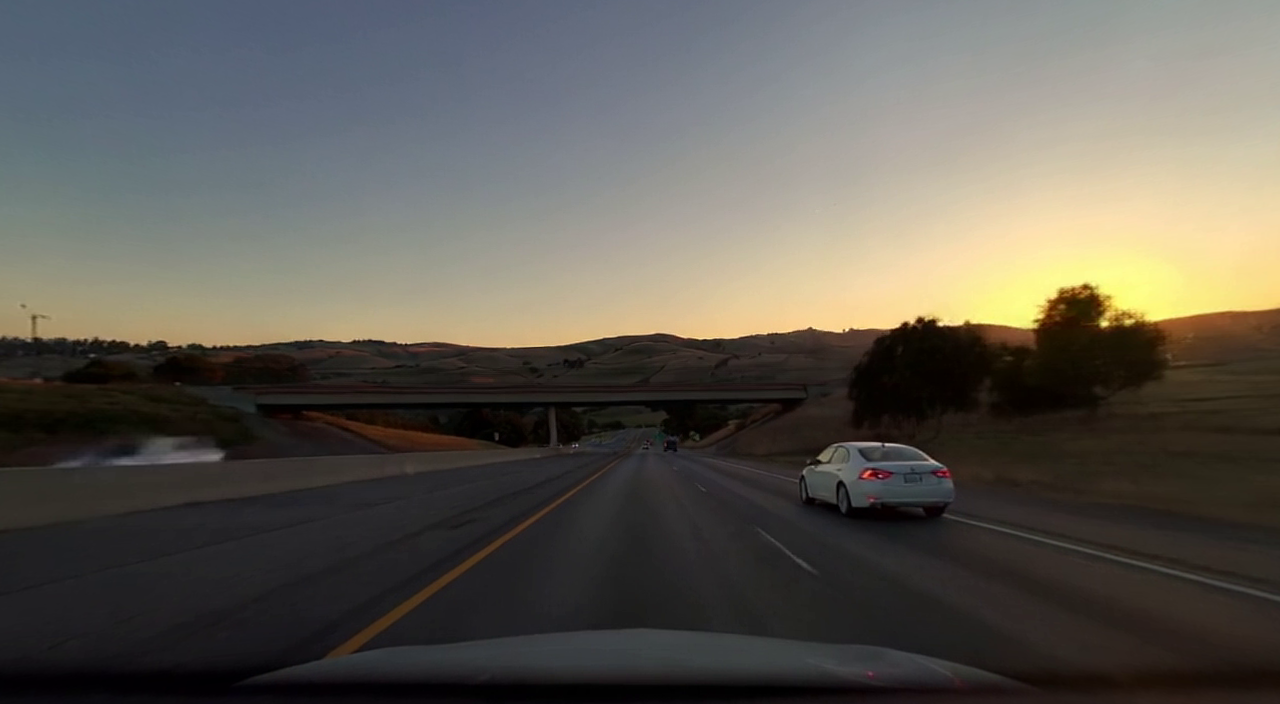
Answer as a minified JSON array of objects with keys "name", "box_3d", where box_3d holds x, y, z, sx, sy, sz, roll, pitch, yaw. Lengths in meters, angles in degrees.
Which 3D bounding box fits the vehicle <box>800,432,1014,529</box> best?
[{"name":"vehicle","box_3d":[4.780,2.348,12.245,2.027,1.487,4.718,0,-8,-1]}]
